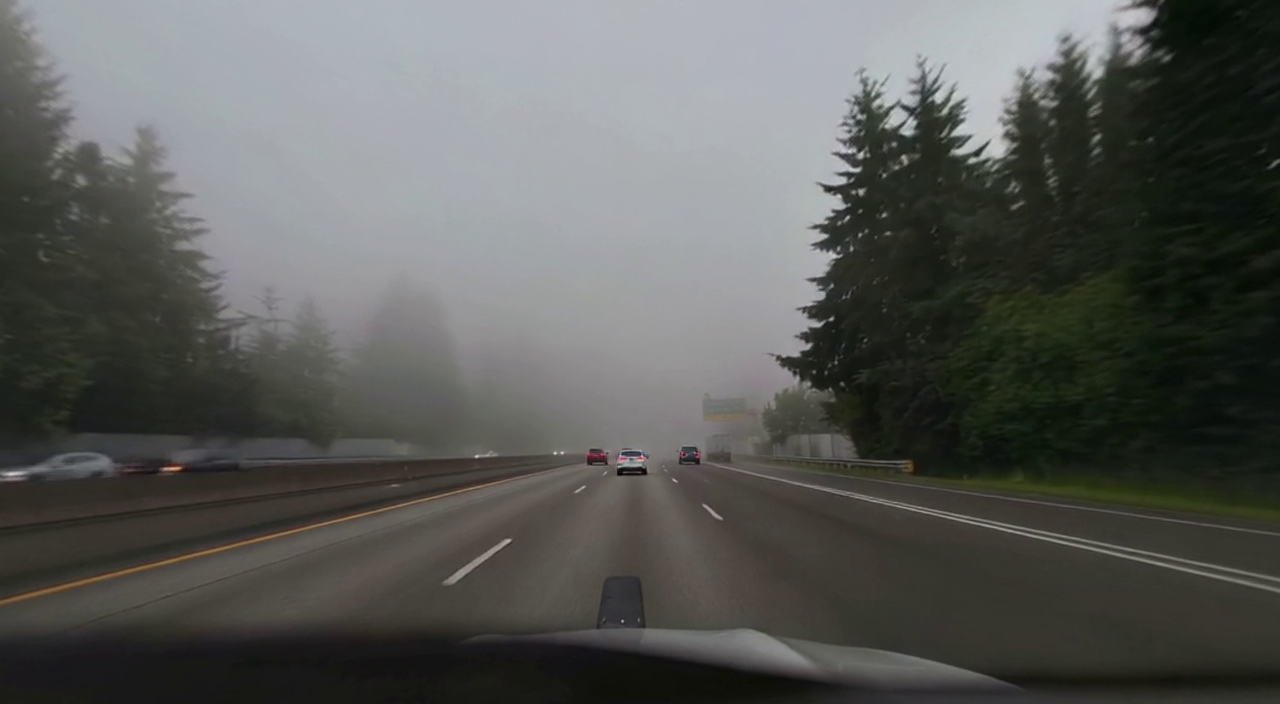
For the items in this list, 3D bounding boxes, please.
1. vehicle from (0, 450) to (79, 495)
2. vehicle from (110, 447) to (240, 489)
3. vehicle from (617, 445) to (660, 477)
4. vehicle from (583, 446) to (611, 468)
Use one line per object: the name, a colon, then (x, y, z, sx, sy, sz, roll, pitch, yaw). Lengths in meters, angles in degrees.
vehicle: (-21.469, 4.027, 21.164, 1.760, 1.408, 3.672, -1, -9, 2)
vehicle: (-17.635, 4.385, 24.180, 1.816, 1.444, 3.962, -1, -9, 2)
vehicle: (-0.069, 5.453, 31.713, 2.035, 1.513, 4.272, 0, -9, 0)
vehicle: (-3.234, 7.964, 47.996, 1.874, 1.555, 3.487, 0, -9, 0)
